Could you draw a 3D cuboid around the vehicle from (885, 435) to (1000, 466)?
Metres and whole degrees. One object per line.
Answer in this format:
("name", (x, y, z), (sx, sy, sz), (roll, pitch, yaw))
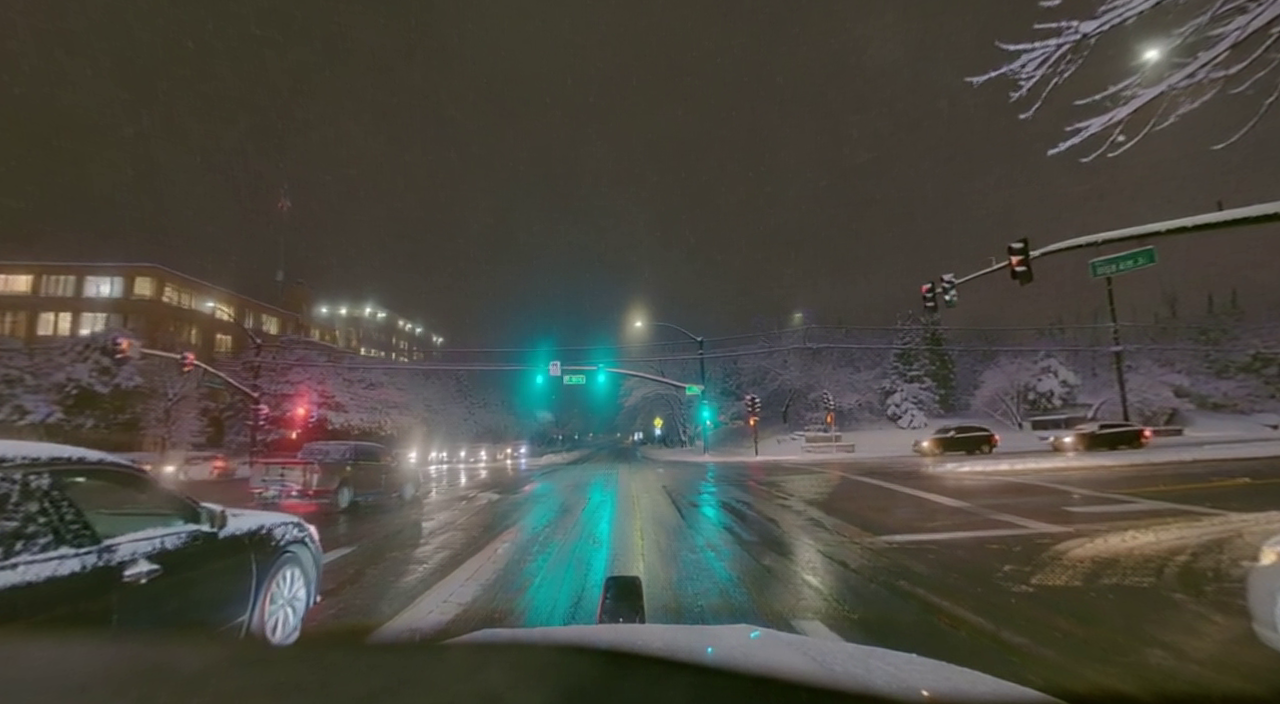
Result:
("vehicle", (14.948, 4.892, 31.404), (4.660, 1.495, 2.007), (0, -8, -2))

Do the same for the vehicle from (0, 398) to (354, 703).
("vehicle", (-3.073, 0.937, 2.330), (1.919, 1.478, 4.720), (0, -8, -1))

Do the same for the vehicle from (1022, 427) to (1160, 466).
("vehicle", (18.179, 3.813, 25.589), (4.181, 1.483, 1.831), (0, -8, -3))

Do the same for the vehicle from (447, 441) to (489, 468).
("vehicle", (-12.843, 7.647, 47.407), (2.051, 1.715, 4.346), (-2, -6, -3))
